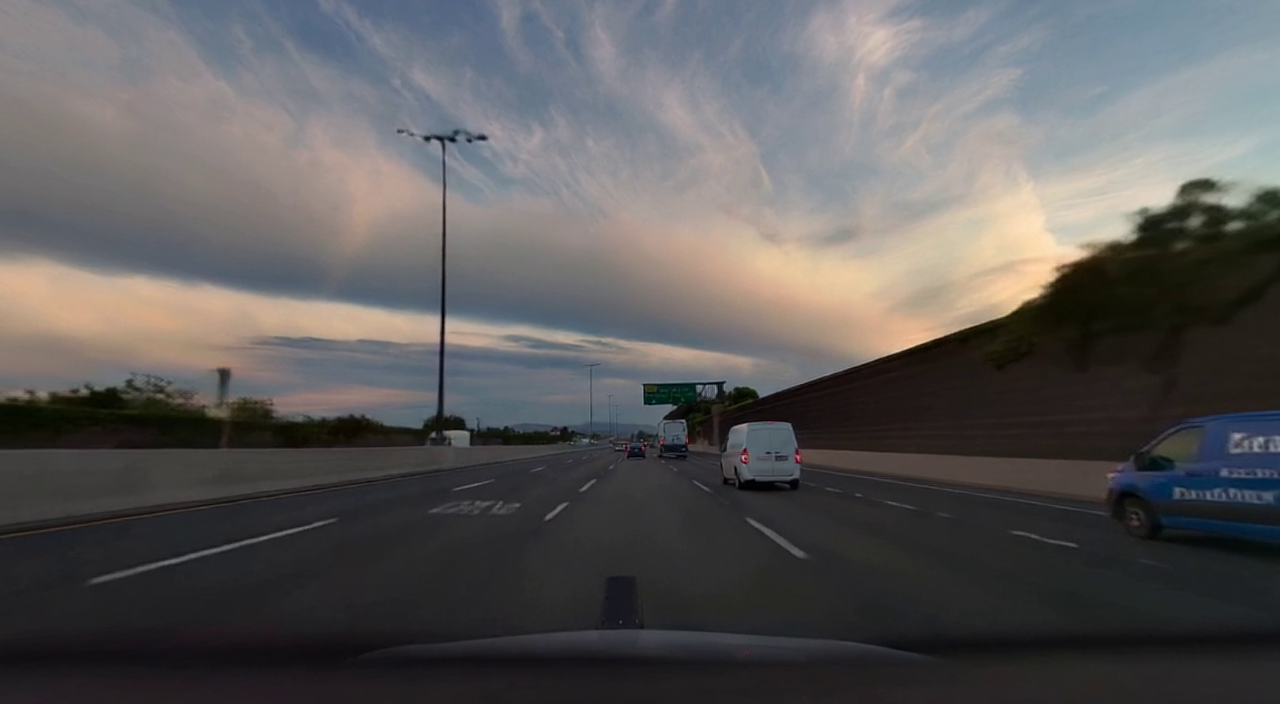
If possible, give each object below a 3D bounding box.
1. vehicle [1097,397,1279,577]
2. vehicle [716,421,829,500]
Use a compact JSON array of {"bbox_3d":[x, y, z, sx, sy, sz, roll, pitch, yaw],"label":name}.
[{"bbox_3d":[7.588,1.350,6.307,2.266,1.799,4.947,0,-9,-1],"label":"vehicle"},{"bbox_3d":[3.547,3.030,17.990,2.035,1.931,4.841,0,-9,-2],"label":"vehicle"}]
